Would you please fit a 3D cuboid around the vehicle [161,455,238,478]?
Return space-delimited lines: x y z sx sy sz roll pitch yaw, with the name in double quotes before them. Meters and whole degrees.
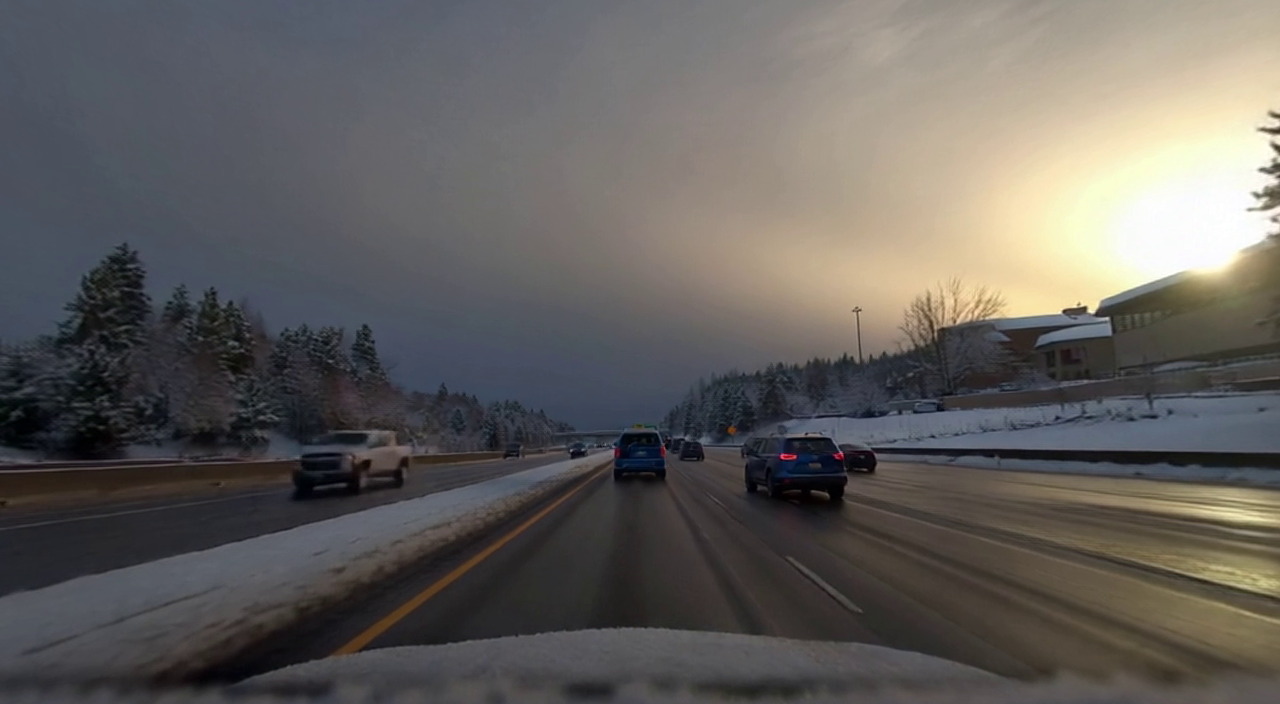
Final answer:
"vehicle" -31.328 8.133 45.066 1.912 1.493 4.743 -1 -8 3

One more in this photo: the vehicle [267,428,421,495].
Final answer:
"vehicle" -10.807 4.064 23.886 2.614 2.135 6.505 0 -8 0

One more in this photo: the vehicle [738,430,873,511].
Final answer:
"vehicle" 3.614 2.659 14.644 2.042 1.592 4.047 0 -8 0

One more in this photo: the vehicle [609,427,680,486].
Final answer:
"vehicle" 0.163 3.715 22.673 2.290 1.862 4.454 0 -8 0

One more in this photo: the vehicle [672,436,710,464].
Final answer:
"vehicle" 3.800 7.458 47.927 2.328 1.987 5.440 0 -8 -1

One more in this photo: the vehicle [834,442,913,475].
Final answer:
"vehicle" 10.953 5.005 29.951 2.027 1.446 4.470 0 -8 0
